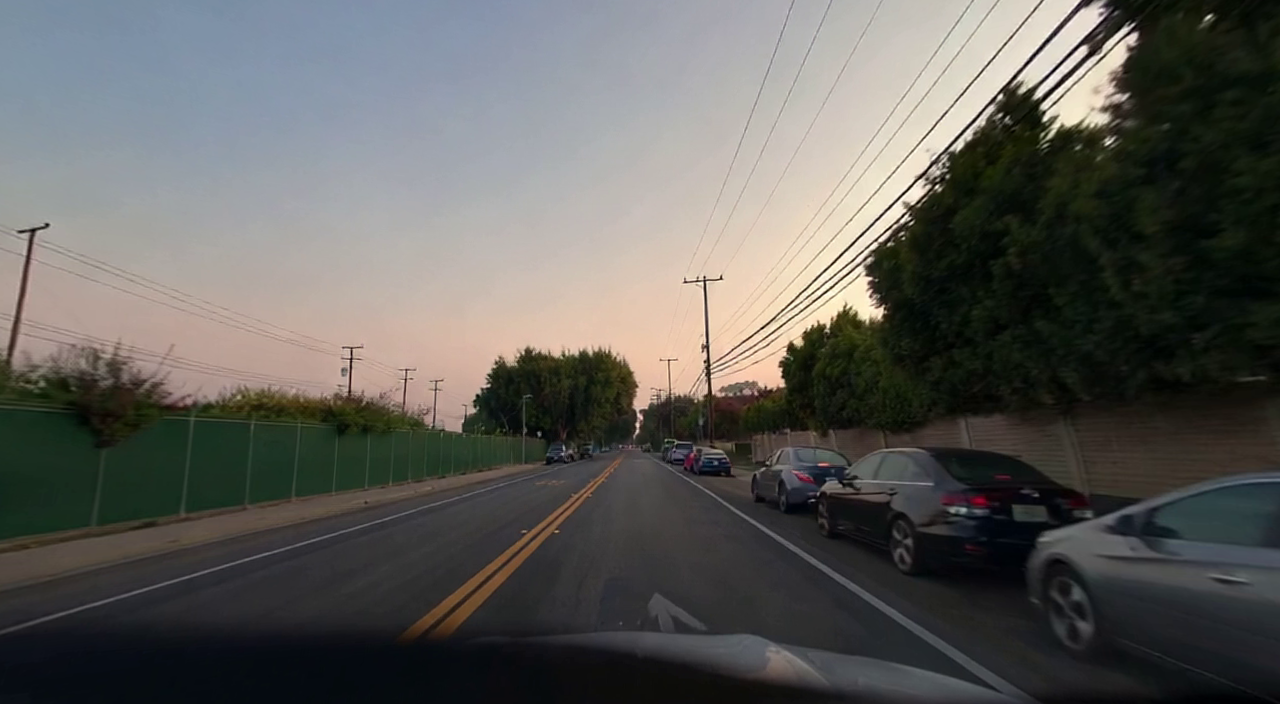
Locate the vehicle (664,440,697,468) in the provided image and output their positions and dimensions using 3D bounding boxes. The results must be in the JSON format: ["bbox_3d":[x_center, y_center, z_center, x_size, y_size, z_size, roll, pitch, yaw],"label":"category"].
[{"bbox_3d":[3.105,7.950,49.233,2.053,2.005,5.495,0,-9,-1],"label":"vehicle"}]

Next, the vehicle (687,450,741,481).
[{"bbox_3d":[3.456,5.372,30.240,1.984,1.342,4.066,0,-9,-1],"label":"vehicle"}]

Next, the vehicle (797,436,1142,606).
[{"bbox_3d":[3.411,1.801,7.732,1.812,1.454,4.395,0,-9,0],"label":"vehicle"}]

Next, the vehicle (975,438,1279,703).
[{"bbox_3d":[3.568,1.082,2.720,1.921,1.406,4.370,0,-9,1],"label":"vehicle"}]
